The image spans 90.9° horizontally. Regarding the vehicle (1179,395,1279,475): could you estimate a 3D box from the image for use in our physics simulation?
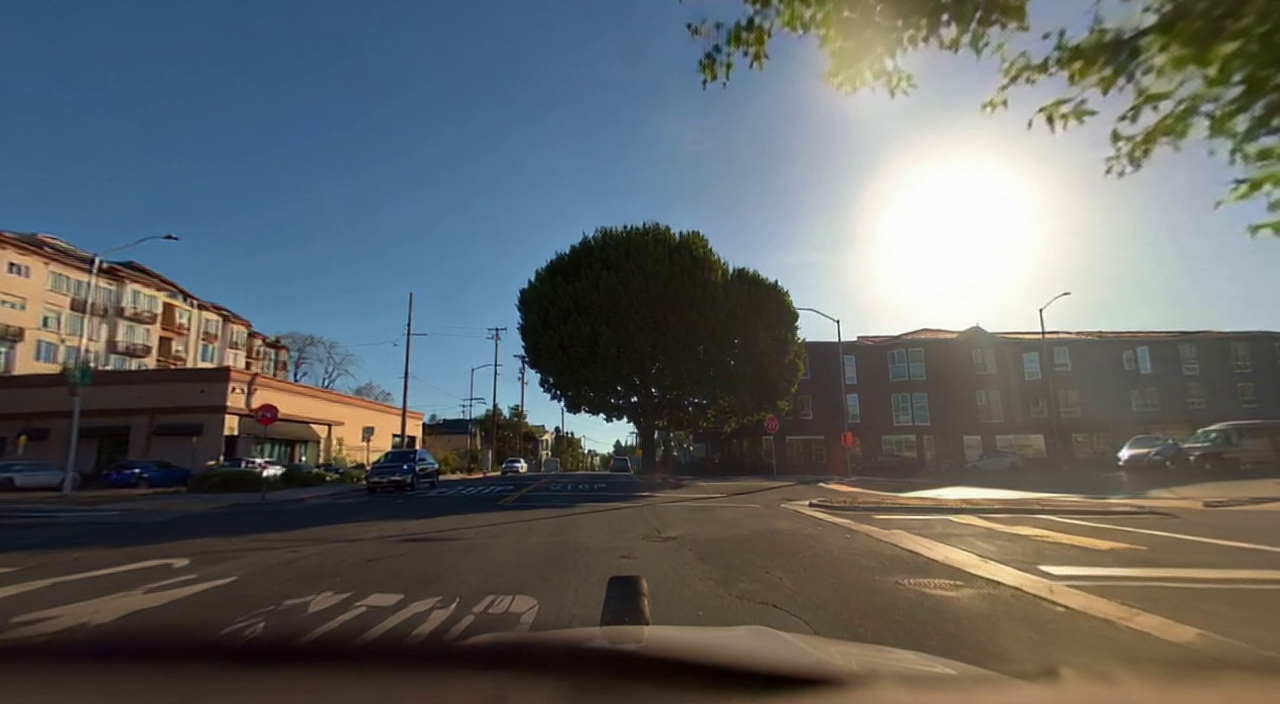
[{"bbox_3d":[32.579,4.024,30.577,10.986,3.604,2.707,1,-9,-7],"label":"vehicle"}]

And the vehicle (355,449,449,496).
[{"bbox_3d":[-9.199,4.658,24.882,2.156,1.620,4.945,0,-9,-5],"label":"vehicle"}]

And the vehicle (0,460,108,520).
[{"bbox_3d":[-16.974,3.612,16.712,4.233,1.432,1.755,-1,-9,4],"label":"vehicle"}]

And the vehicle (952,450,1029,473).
[{"bbox_3d":[24.534,7.642,44.178,4.323,1.507,1.896,1,-9,-5],"label":"vehicle"}]

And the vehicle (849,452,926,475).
[{"bbox_3d":[17.085,7.676,43.603,4.528,1.458,1.939,1,-7,-6],"label":"vehicle"}]

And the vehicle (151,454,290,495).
[{"bbox_3d":[-18.363,5.315,27.832,2.010,1.583,4.582,-6,-11,33],"label":"vehicle"}]

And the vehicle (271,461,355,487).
[{"bbox_3d":[-21.053,7.864,40.710,4.277,1.527,1.987,0,-9,-4],"label":"vehicle"}]

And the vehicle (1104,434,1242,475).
[{"bbox_3d":[28.253,5.416,33.530,5.277,2.032,2.408,1,-7,-5],"label":"vehicle"}]
